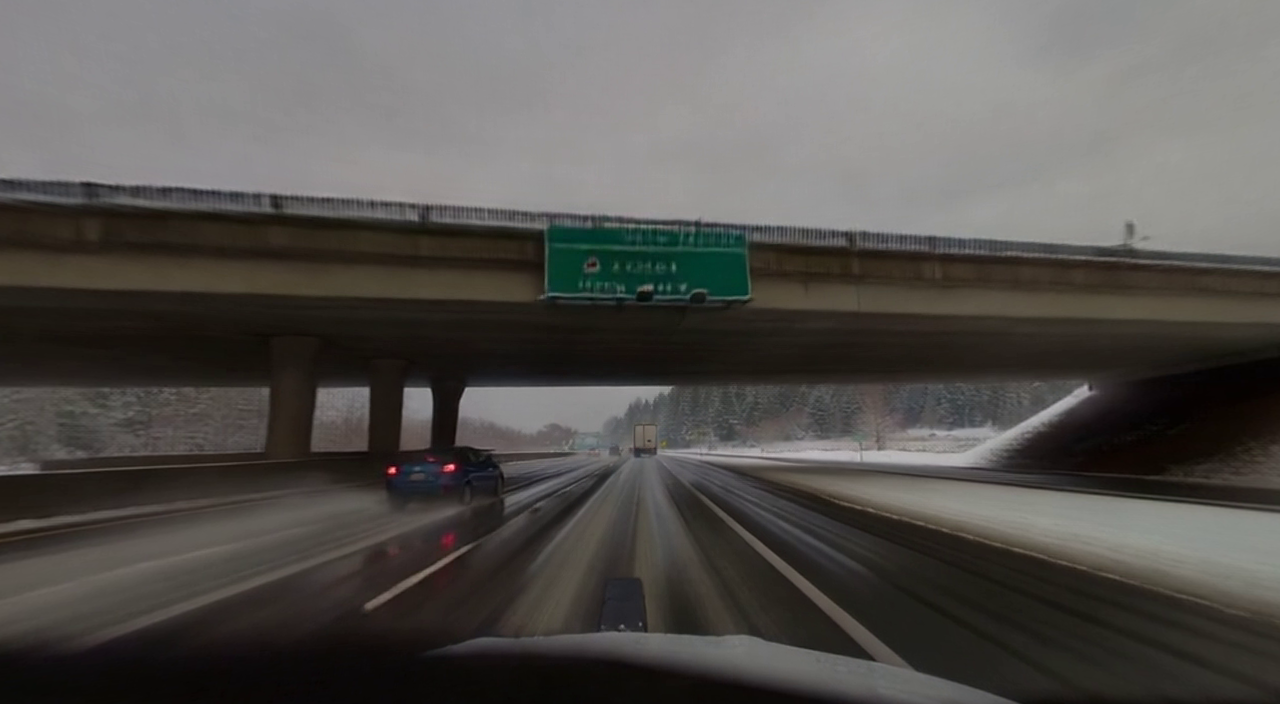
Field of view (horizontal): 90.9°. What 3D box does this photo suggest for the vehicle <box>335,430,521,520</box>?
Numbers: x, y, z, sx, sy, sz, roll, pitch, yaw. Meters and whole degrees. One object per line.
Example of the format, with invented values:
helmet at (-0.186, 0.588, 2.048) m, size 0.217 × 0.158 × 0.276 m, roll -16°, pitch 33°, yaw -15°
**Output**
vehicle at (-4.257, 2.587, 13.787) m, size 2.235 × 1.593 × 5.077 m, roll 0°, pitch -9°, yaw 1°
